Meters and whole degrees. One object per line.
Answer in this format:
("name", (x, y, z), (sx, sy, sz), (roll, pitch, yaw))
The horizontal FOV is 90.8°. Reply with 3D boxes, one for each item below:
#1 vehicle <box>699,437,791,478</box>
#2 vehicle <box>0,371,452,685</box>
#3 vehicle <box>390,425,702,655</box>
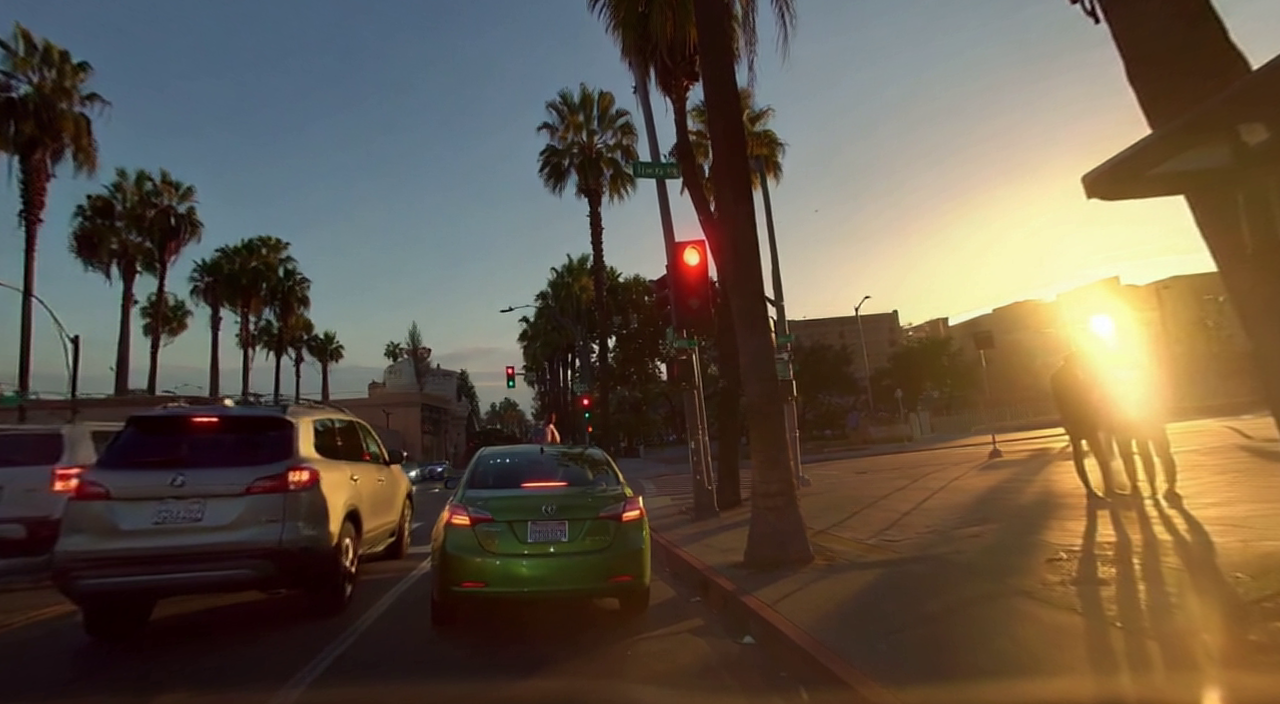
("vehicle", (5.204, 5.225, 31.468), (3.986, 1.636, 1.903), (5, -4, -12))
("vehicle", (-3.313, 1.388, 6.182), (2.098, 1.851, 4.571), (1, -9, -8))
("vehicle", (-0.935, 1.558, 6.422), (2.065, 1.467, 4.289), (1, -9, -9))
